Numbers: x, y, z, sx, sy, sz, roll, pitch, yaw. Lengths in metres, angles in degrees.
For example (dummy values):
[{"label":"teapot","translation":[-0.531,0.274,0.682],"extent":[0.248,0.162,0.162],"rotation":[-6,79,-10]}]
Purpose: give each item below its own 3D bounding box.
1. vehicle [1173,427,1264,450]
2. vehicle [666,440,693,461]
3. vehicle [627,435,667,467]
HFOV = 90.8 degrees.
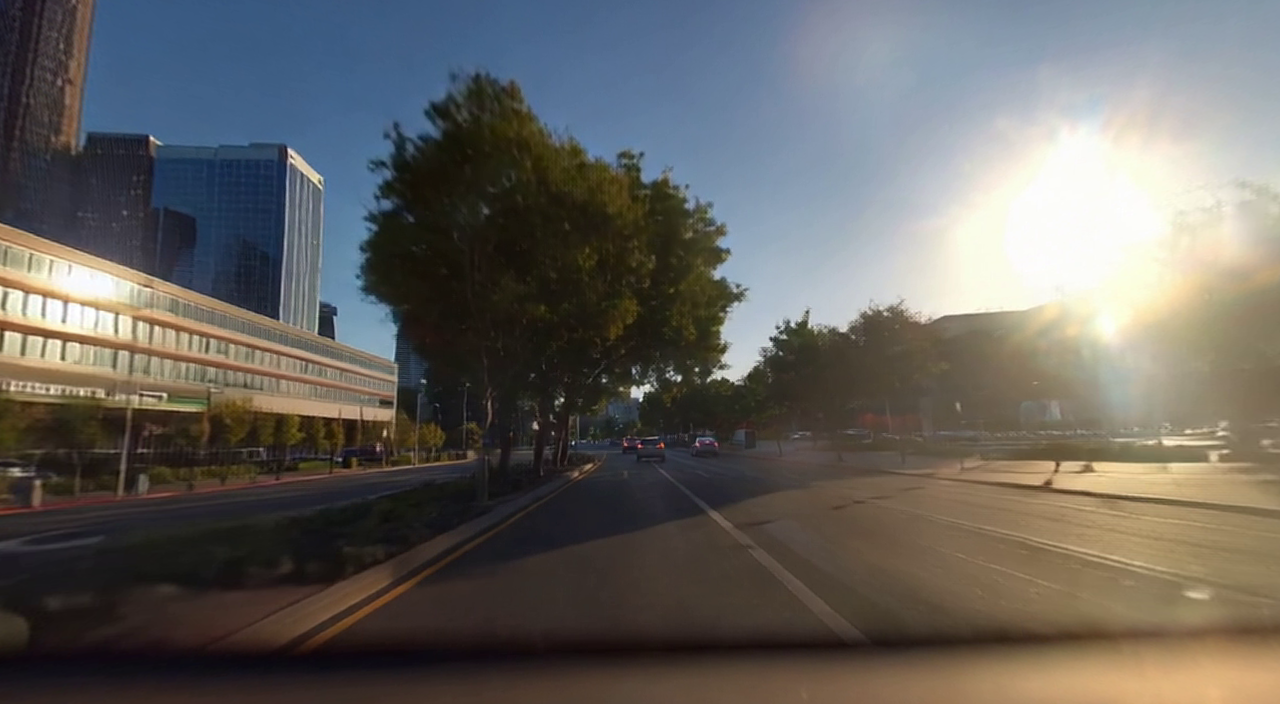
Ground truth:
[{"label":"vehicle","translation":[39.024,5.832,42.761],"extent":[1.853,1.422,4.585],"rotation":[0,-7,0]},{"label":"vehicle","translation":[2.878,7.313,47.040],"extent":[1.685,1.441,3.795],"rotation":[0,-8,-1]},{"label":"vehicle","translation":[0.400,5.530,35.429],"extent":[2.100,1.683,4.231],"rotation":[0,-8,1]}]
